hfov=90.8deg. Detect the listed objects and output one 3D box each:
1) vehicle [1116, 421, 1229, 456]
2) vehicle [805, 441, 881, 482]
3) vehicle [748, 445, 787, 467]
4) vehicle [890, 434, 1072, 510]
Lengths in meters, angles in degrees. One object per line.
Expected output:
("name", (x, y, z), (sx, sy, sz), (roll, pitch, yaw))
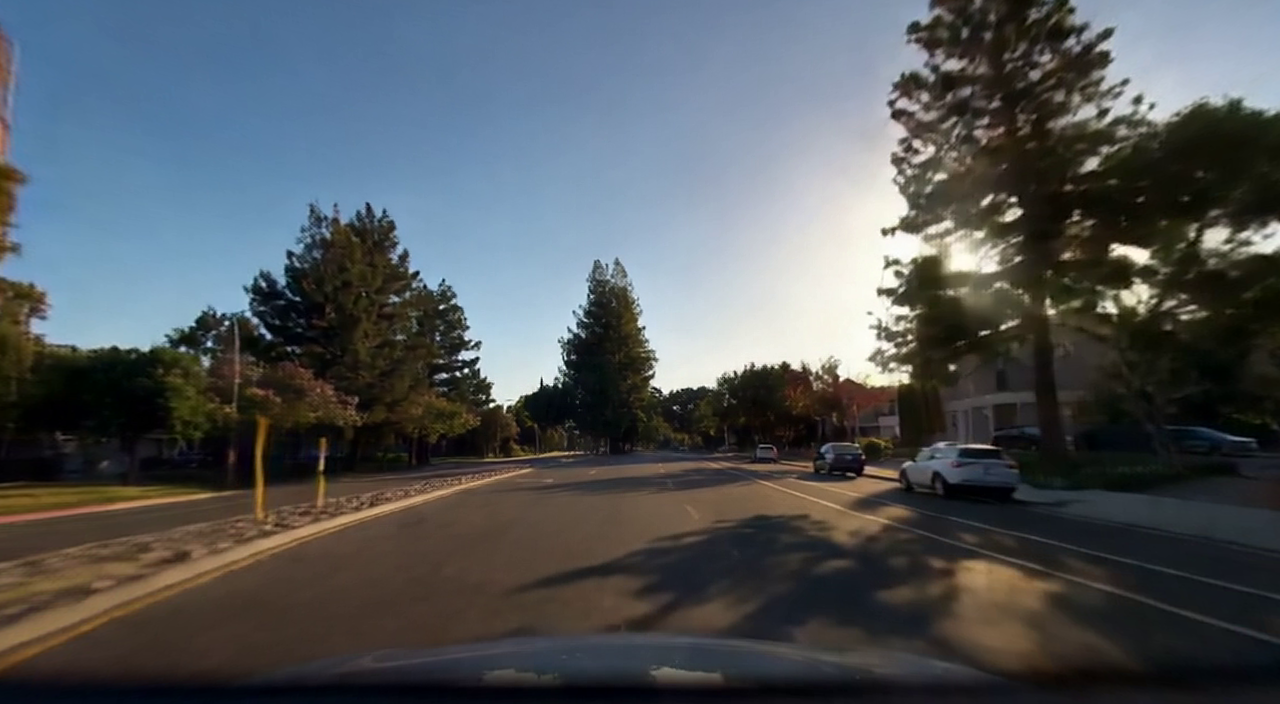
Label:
("vehicle", (25.923, 4.291, 30.976), (1.878, 1.581, 4.259), (0, -9, 2))
("vehicle", (9.164, 4.960, 28.960), (1.990, 1.728, 4.597), (0, -9, 1))
("vehicle", (9.510, 7.754, 47.440), (2.076, 1.547, 4.398), (0, -9, 1))
("vehicle", (8.750, 3.098, 16.869), (2.192, 1.714, 4.885), (0, -9, 1))
